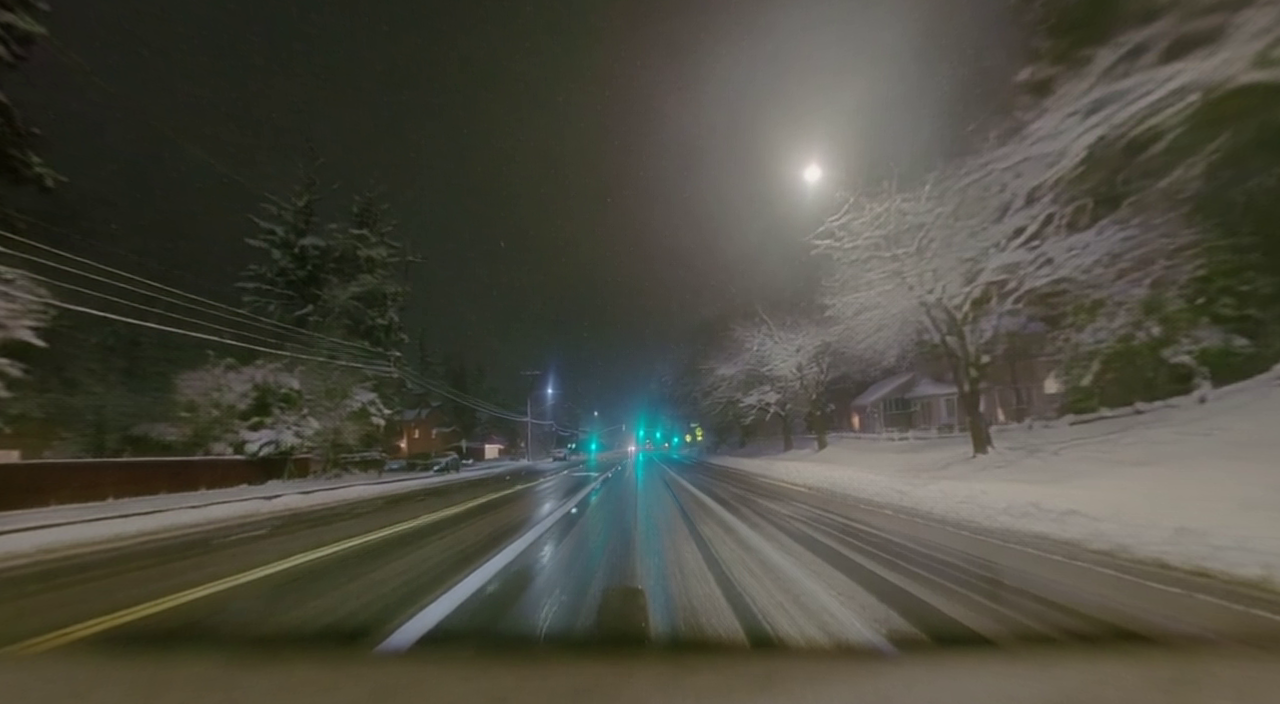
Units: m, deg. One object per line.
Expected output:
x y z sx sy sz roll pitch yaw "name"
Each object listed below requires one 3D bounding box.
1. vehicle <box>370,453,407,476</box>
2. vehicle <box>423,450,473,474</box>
-19.039 8.513 47.834 2.012 1.572 3.830 1 -8 -13 "vehicle"
-14.012 8.059 46.293 2.199 1.592 4.492 -1 -8 1 "vehicle"
